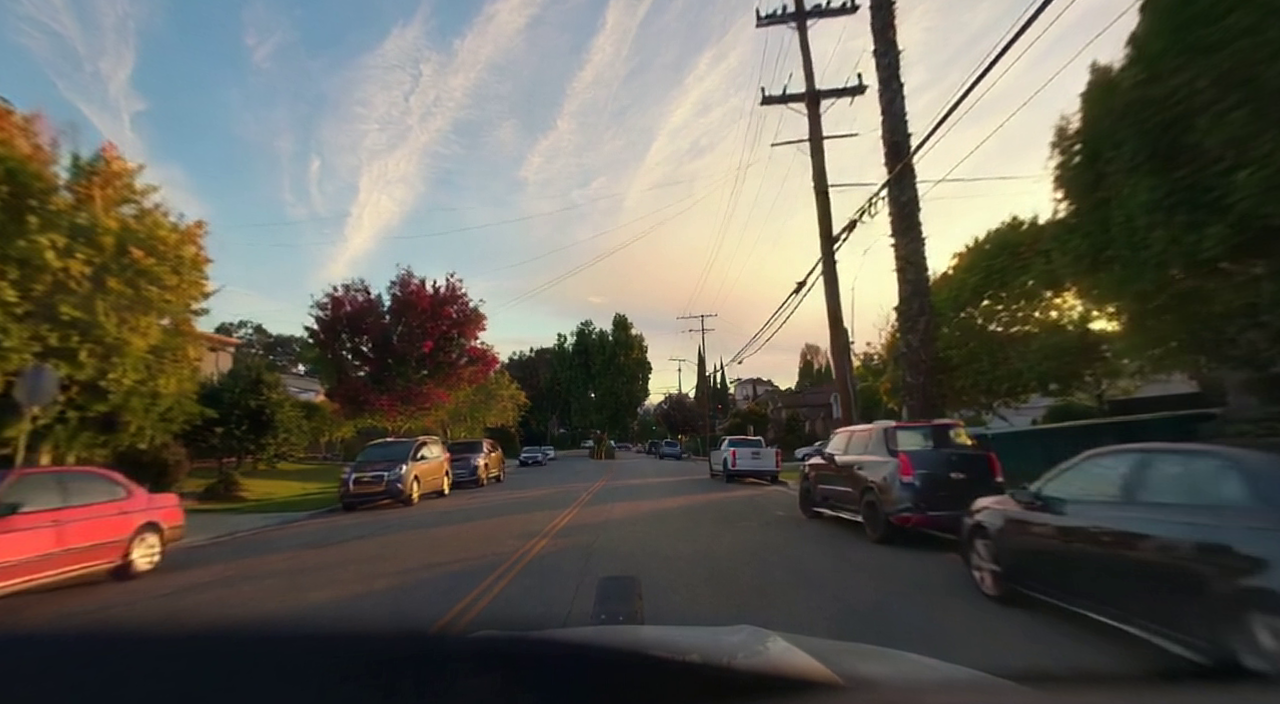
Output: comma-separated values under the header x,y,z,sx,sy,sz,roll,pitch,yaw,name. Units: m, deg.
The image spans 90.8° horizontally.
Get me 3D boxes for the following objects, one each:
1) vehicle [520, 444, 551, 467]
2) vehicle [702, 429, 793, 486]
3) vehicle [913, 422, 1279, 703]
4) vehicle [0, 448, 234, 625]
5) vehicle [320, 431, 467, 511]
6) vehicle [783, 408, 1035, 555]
x,y,z,sx,sy,sz,roll,pitch,yaw,name
-7.122,7.077,43.383,1.997,1.456,4.319,1,-8,-8,vehicle
3.655,3.712,22.640,2.178,1.757,5.495,0,-8,-1,vehicle
3.685,1.240,4.223,1.763,1.432,4.323,0,-8,0,vehicle
-6.389,1.682,6.147,2.031,1.454,4.410,0,-8,-2,vehicle
-6.305,3.076,16.851,2.031,1.799,4.587,0,-8,0,vehicle
3.724,1.862,9.750,1.889,1.736,4.185,0,-8,-2,vehicle
